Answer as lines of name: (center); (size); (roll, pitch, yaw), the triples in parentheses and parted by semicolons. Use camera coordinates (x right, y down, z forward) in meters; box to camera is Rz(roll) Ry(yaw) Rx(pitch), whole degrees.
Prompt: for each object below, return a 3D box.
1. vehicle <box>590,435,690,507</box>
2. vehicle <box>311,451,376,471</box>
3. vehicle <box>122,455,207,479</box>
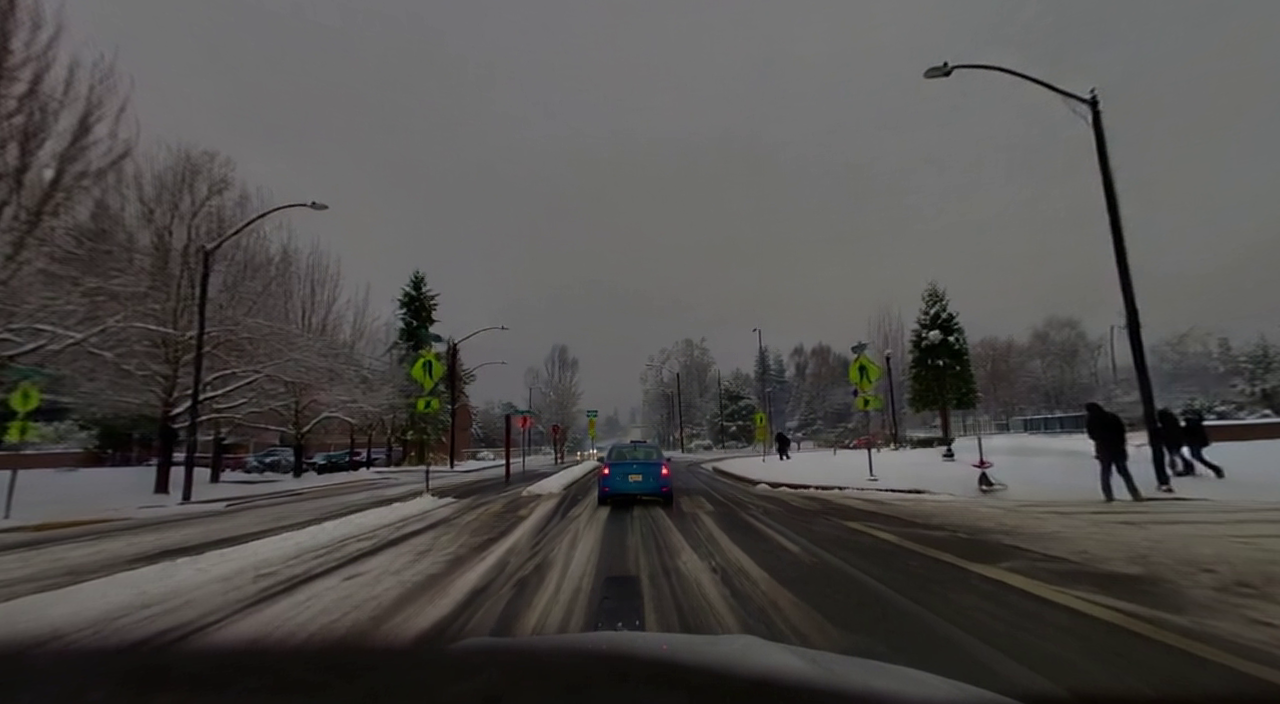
vehicle: (-0.074, 3.000, 16.393); (2.221, 1.570, 4.398); (0, -9, -2)
vehicle: (-23.101, 8.494, 49.301); (4.038, 1.531, 2.015); (1, -9, -3)
vehicle: (-35.670, 8.607, 47.466); (4.466, 1.619, 2.319); (-1, -8, -1)
